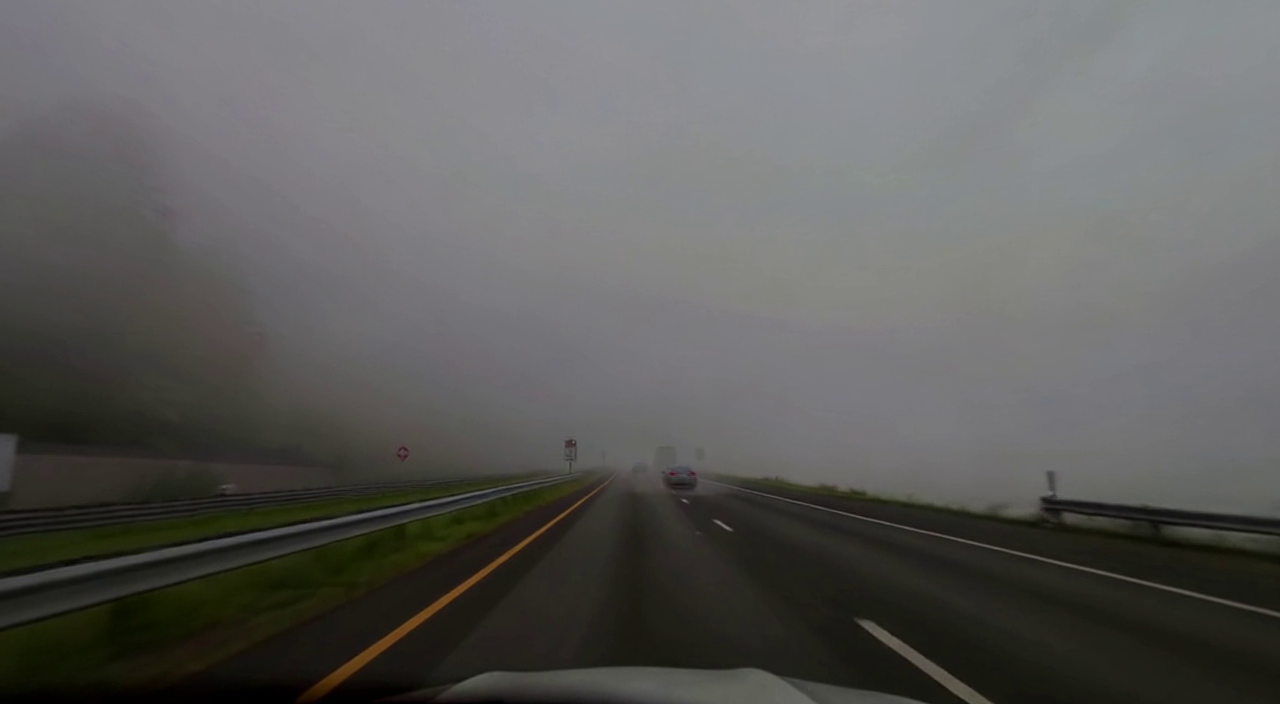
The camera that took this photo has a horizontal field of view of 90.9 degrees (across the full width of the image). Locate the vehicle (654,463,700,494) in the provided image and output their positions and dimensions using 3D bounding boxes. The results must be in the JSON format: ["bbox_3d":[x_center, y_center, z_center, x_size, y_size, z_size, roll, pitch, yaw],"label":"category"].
[{"bbox_3d":[1.851,6.553,32.762,1.976,1.467,3.783,1,-11,-3],"label":"vehicle"}]
